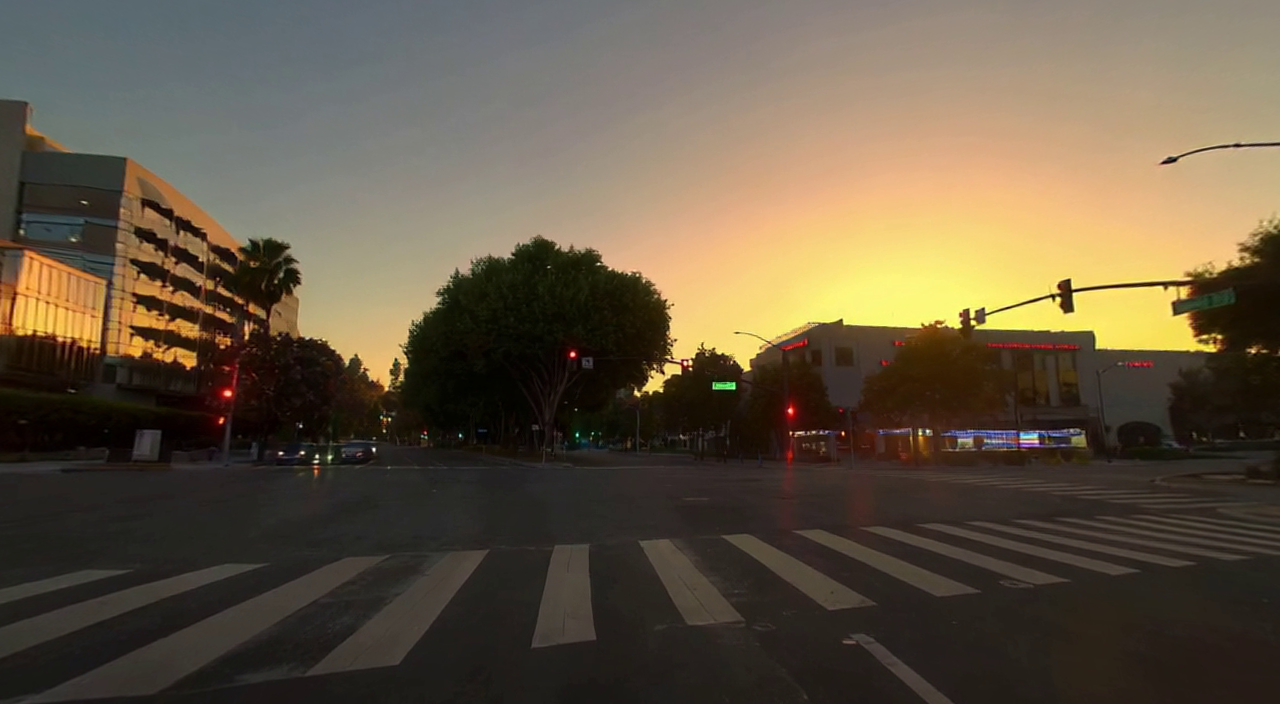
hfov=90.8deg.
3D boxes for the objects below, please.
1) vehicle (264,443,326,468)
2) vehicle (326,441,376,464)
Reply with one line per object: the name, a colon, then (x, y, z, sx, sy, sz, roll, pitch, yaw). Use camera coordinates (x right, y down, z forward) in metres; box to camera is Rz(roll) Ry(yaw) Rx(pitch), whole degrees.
vehicle: (-21.835, 6.555, 40.158, 2.005, 1.496, 4.020, 1, -9, -6)
vehicle: (-22.471, 7.818, 49.308, 2.023, 1.706, 4.756, 1, -9, -6)
